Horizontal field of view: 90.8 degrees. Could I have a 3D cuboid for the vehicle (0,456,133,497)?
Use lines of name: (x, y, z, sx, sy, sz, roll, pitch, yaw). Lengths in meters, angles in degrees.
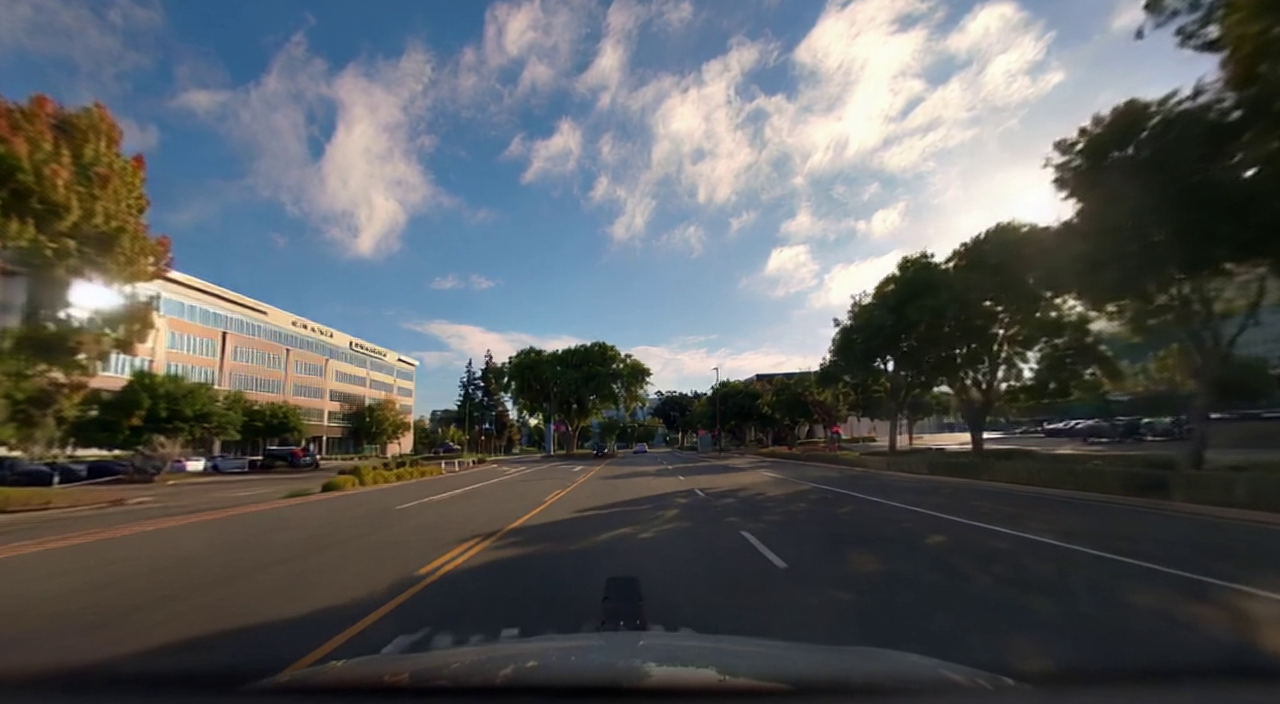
vehicle: (-26.556, 5.711, 29.040, 4.673, 1.717, 2.044, -1, -9, 1)
